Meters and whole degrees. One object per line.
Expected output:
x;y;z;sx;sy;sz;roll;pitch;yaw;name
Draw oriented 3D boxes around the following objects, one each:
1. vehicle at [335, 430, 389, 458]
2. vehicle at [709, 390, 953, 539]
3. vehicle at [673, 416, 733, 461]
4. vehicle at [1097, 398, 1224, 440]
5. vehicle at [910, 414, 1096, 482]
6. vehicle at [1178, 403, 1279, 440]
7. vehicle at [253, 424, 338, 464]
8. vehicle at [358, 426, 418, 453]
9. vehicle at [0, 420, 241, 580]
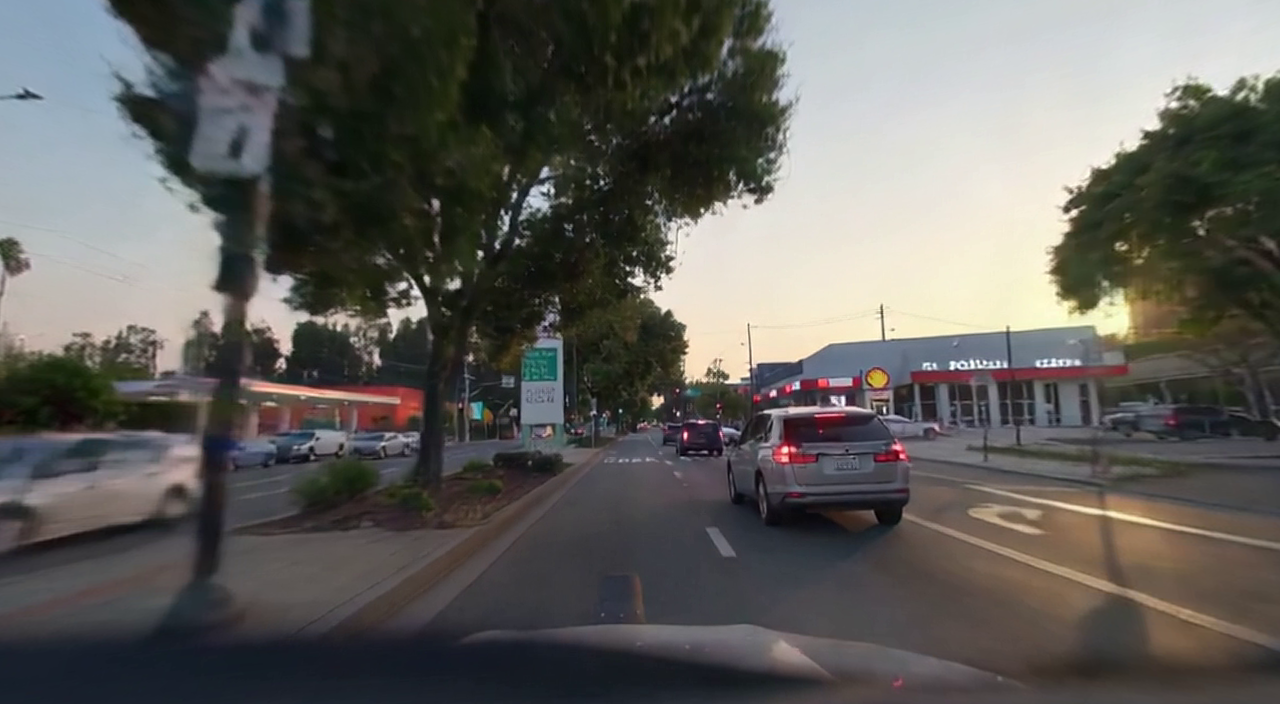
-16.673;5.523;37.578;2.290;1.519;4.860;5;-10;-30;vehicle
2.493;1.665;9.801;2.183;1.720;4.842;0;-9;-1;vehicle
2.525;3.642;26.310;1.999;1.679;4.217;0;-9;-1;vehicle
24.676;3.290;30.122;2.066;1.817;4.675;0;-9;1;vehicle
9.700;2.655;17.496;2.177;1.593;5.027;0;-9;0;vehicle
28.266;3.340;29.707;2.131;1.561;3.901;0;-9;-1;vehicle
-18.013;4.860;33.222;1.930;1.935;4.567;0;-9;-1;vehicle
-18.068;6.326;45.359;2.129;1.843;5.067;0;-9;1;vehicle
-7.351;1.696;7.709;2.014;1.566;4.437;0;-9;0;vehicle
